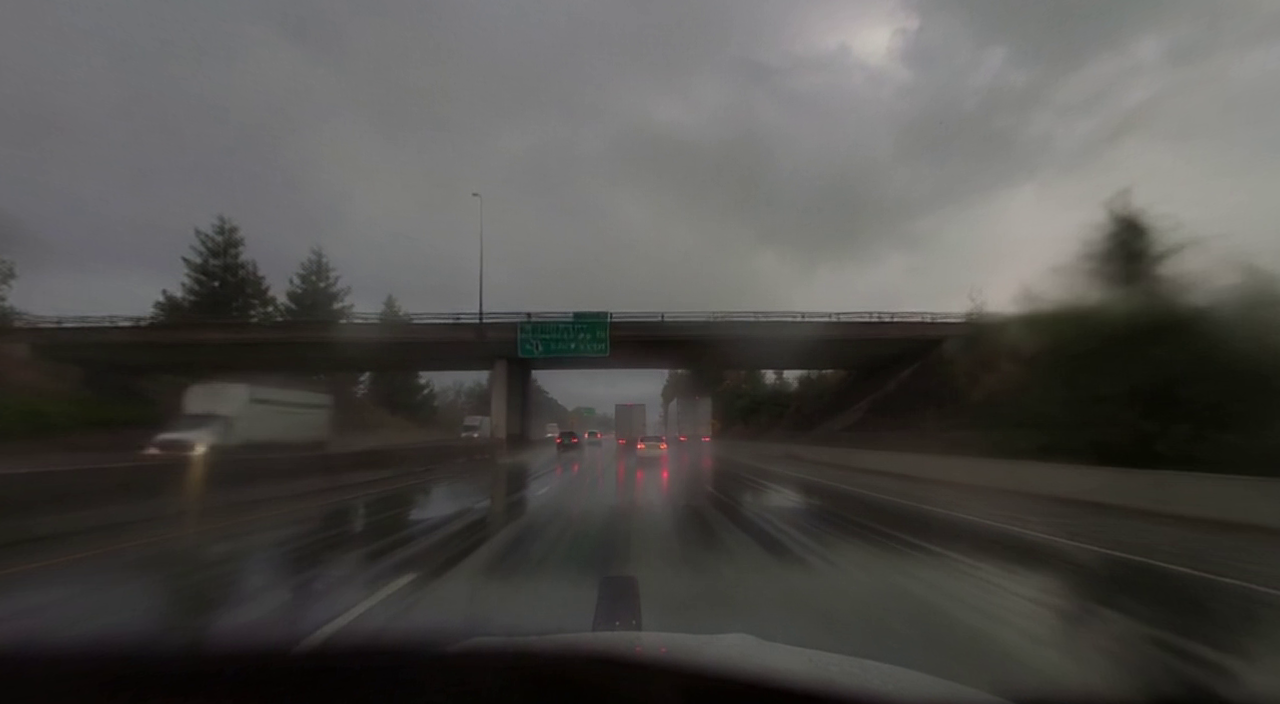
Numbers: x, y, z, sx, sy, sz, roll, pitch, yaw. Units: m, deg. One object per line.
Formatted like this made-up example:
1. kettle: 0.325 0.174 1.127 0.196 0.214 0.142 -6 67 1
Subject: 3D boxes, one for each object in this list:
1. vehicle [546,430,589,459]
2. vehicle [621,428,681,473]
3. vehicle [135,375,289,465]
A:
1. vehicle: -4.066 5.293 36.133 1.979 1.527 4.754 0 -8 -1
2. vehicle: 0.328 3.635 23.535 2.059 1.522 3.693 0 -8 -2
3. vehicle: -21.260 3.501 31.902 2.992 4.070 6.649 0 -8 -1
